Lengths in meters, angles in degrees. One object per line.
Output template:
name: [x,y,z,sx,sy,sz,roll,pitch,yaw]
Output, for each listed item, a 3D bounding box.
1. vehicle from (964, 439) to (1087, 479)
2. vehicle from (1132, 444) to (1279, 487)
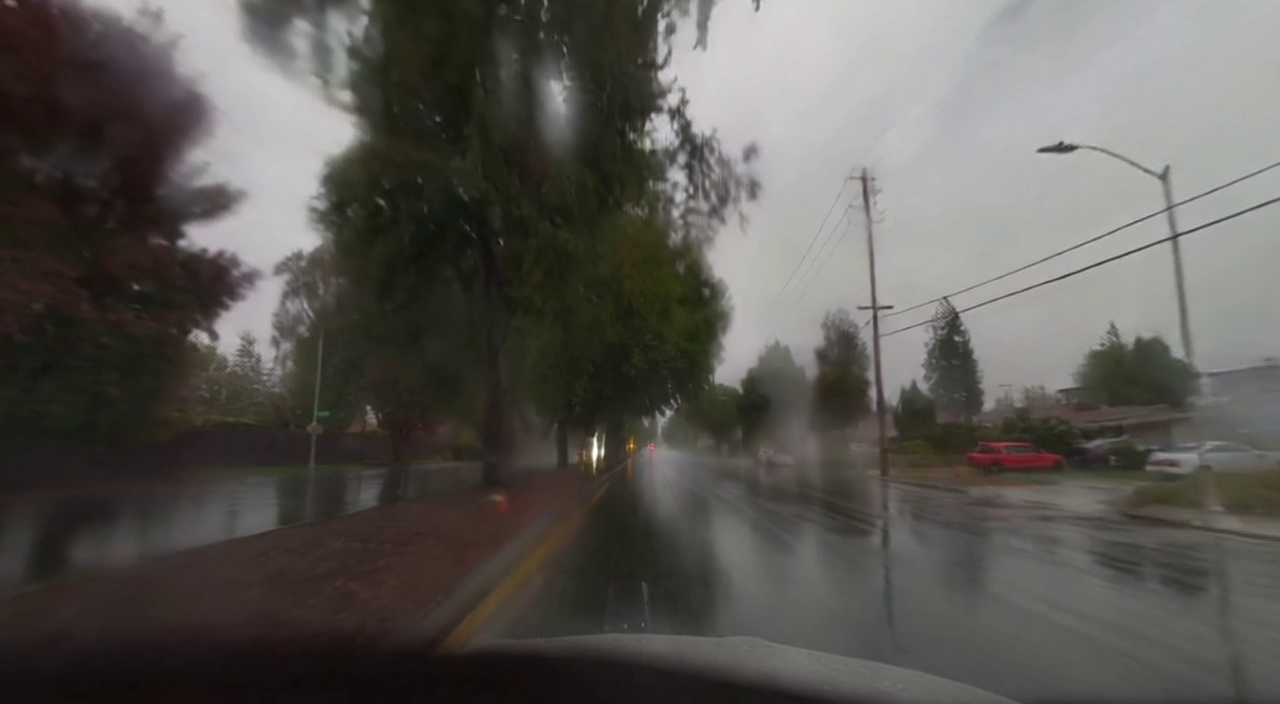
vehicle: [19.212,5.336,31.625,4.655,1.921,2.231,0,-8,0]
vehicle: [22.619,4.460,25.094,4.170,1.598,2.010,-2,-9,12]
